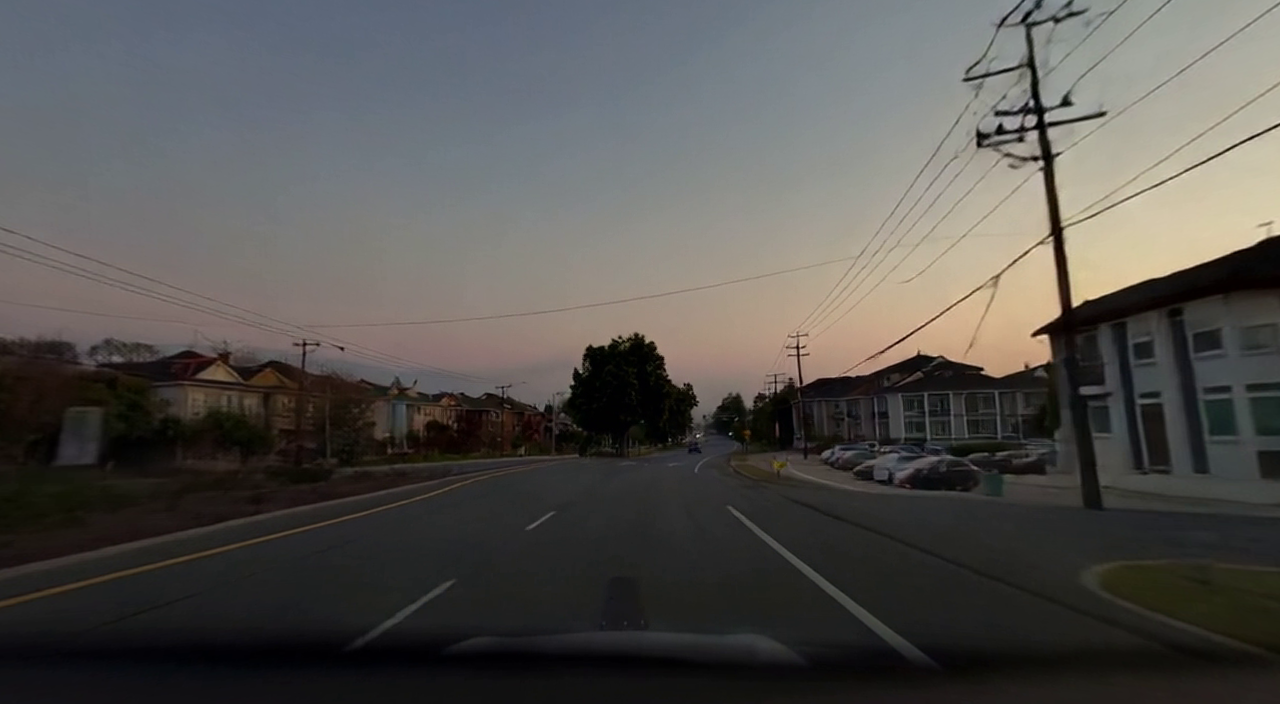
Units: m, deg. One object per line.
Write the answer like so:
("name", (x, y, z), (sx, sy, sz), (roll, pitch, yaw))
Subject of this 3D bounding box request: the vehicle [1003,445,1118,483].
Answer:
("vehicle", (22.176, 5.898, 33.559), (2.119, 1.874, 4.855), (2, -9, -12))

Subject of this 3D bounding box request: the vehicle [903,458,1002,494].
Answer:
("vehicle", (14.599, 5.738, 29.413), (4.475, 1.492, 1.925), (5, -10, -30))
